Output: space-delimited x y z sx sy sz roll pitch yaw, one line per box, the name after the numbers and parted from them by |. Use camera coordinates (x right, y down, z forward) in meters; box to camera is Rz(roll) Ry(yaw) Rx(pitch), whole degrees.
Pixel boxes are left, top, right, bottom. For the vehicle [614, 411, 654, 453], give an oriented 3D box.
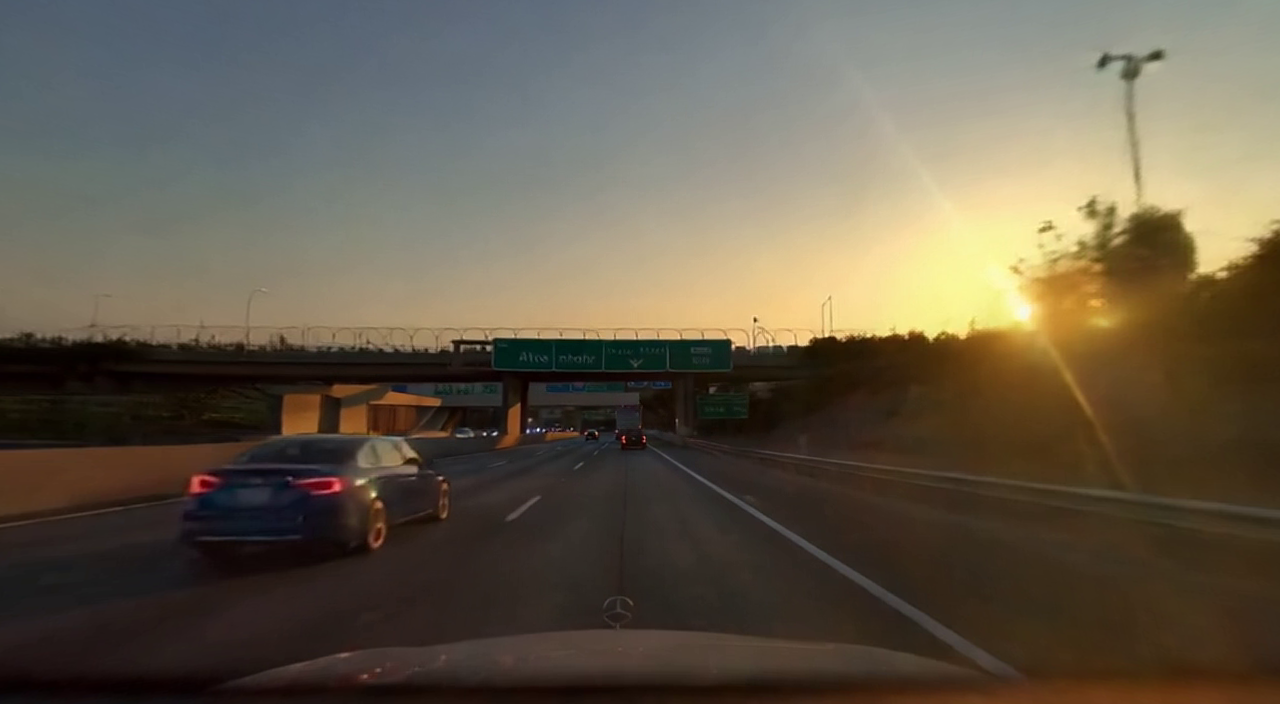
-0.507 5.560 43.612 2.418 2.704 6.445 0 -8 -4 | vehicle

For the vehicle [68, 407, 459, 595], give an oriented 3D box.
-3.616 1.470 7.117 1.955 1.508 3.996 0 -8 0 | vehicle
